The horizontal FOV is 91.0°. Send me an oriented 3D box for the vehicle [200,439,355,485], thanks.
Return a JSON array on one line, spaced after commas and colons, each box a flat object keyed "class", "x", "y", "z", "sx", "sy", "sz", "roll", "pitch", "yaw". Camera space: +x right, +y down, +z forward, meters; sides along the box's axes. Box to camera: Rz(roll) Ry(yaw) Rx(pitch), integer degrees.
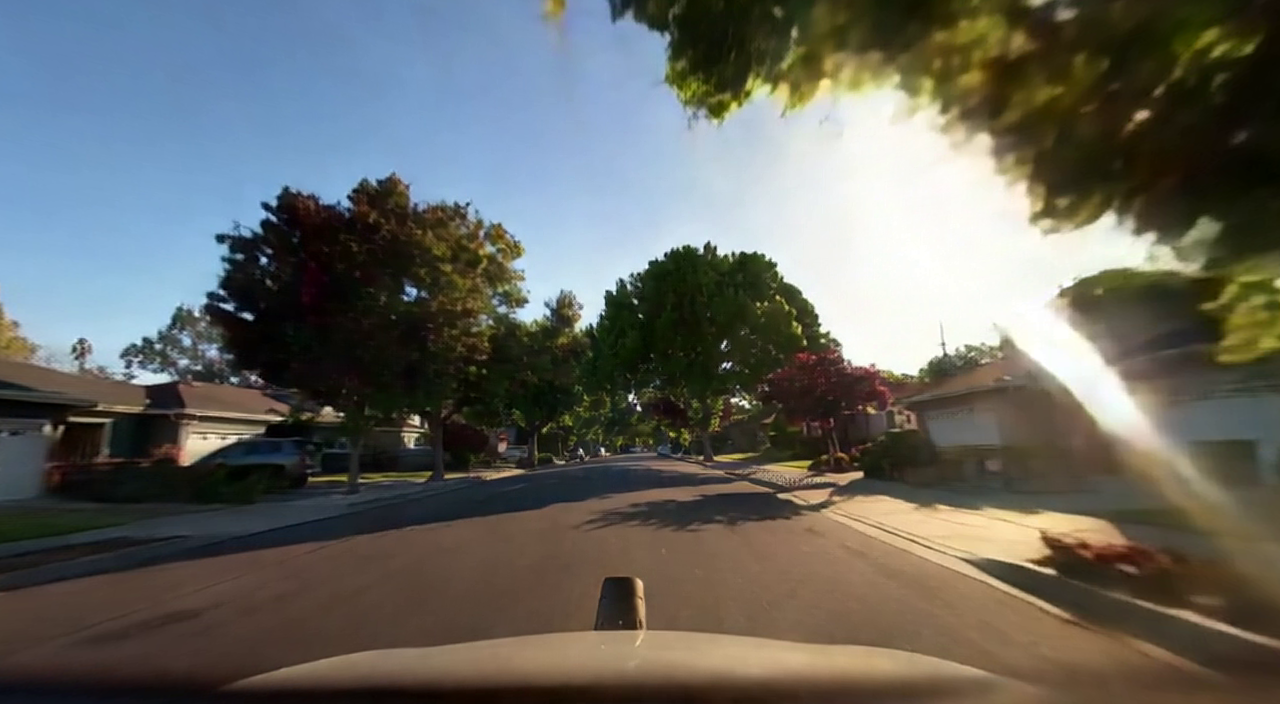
[{"class": "vehicle", "x": -13.983, "y": 4.273, "z": 24.476, "sx": 4.850, "sy": 1.676, "sz": 1.920, "roll": -1, "pitch": -9, "yaw": 3}]
